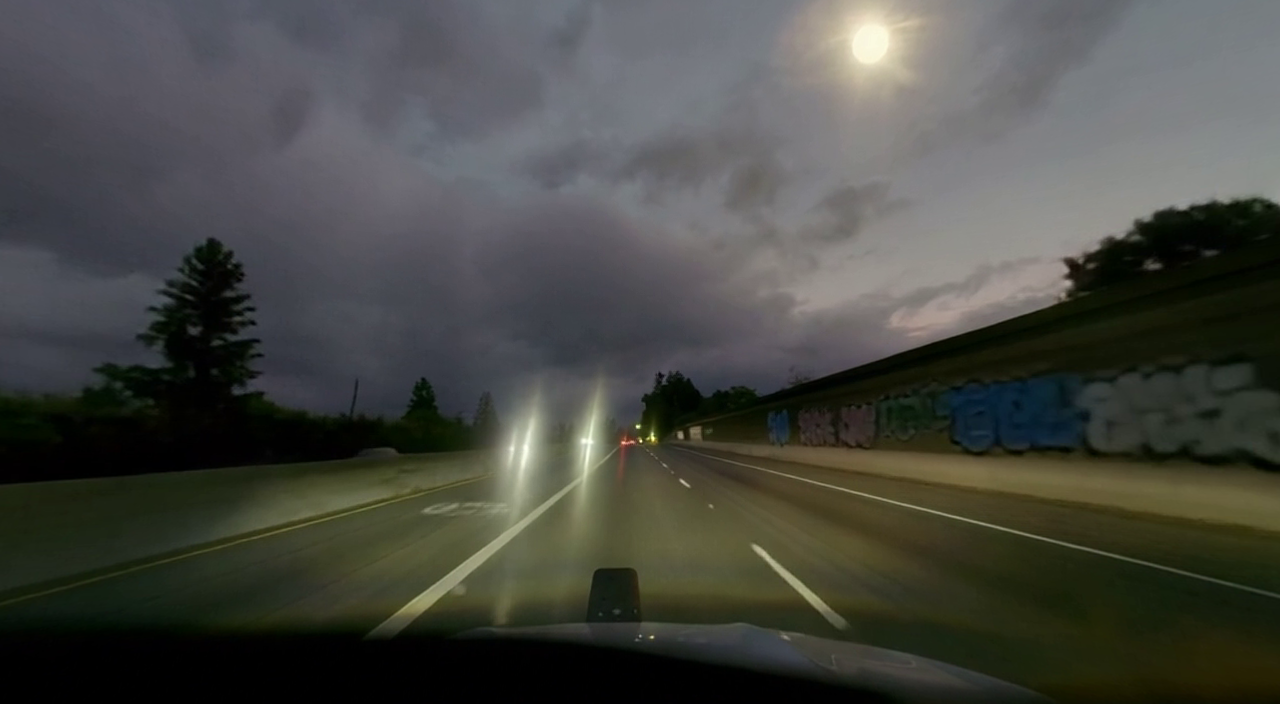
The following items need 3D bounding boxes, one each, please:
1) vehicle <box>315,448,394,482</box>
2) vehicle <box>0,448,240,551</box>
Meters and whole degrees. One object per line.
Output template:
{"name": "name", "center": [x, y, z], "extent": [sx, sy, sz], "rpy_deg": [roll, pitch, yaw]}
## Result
{"name": "vehicle", "center": [-13.807, 5.449, 30.772], "extent": [1.883, 1.438, 4.378], "rpy_deg": [0, -8, -1]}
{"name": "vehicle", "center": [-9.061, 2.414, 10.968], "extent": [1.844, 1.426, 3.534], "rpy_deg": [0, -8, 0]}
